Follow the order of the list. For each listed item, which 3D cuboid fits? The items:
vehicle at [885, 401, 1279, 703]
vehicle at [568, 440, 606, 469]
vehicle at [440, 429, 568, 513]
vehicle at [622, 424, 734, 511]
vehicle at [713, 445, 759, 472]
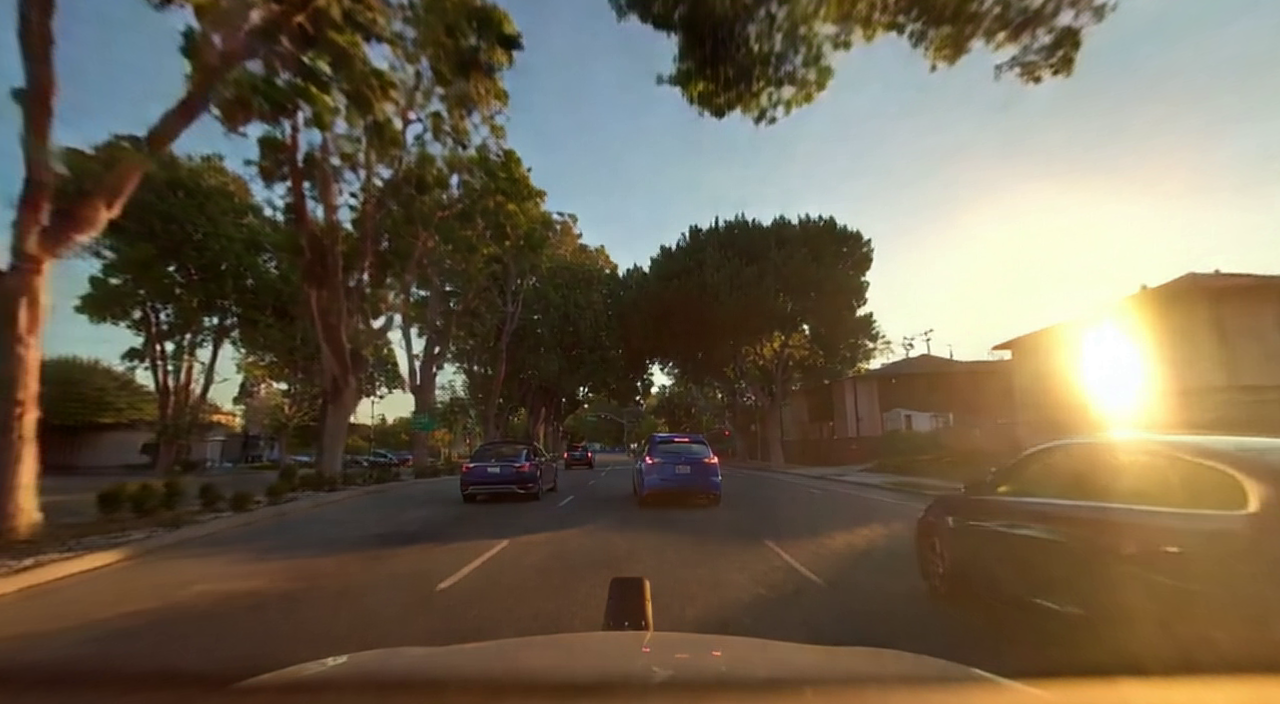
[{"bbox_3d":[3.509,1.174,3.966,2.017,1.491,4.611,0,-9,-1],"label":"vehicle"},{"bbox_3d":[-3.340,6.548,40.396,2.014,1.755,4.360,0,-9,0],"label":"vehicle"},{"bbox_3d":[-3.026,2.772,15.186,2.043,1.687,4.676,0,-9,0],"label":"vehicle"},{"bbox_3d":[0.712,2.700,15.121,2.280,1.747,4.361,0,-9,-2],"label":"vehicle"},{"bbox_3d":[5.557,6.219,37.035,2.010,1.486,4.498,0,-9,1],"label":"vehicle"}]
